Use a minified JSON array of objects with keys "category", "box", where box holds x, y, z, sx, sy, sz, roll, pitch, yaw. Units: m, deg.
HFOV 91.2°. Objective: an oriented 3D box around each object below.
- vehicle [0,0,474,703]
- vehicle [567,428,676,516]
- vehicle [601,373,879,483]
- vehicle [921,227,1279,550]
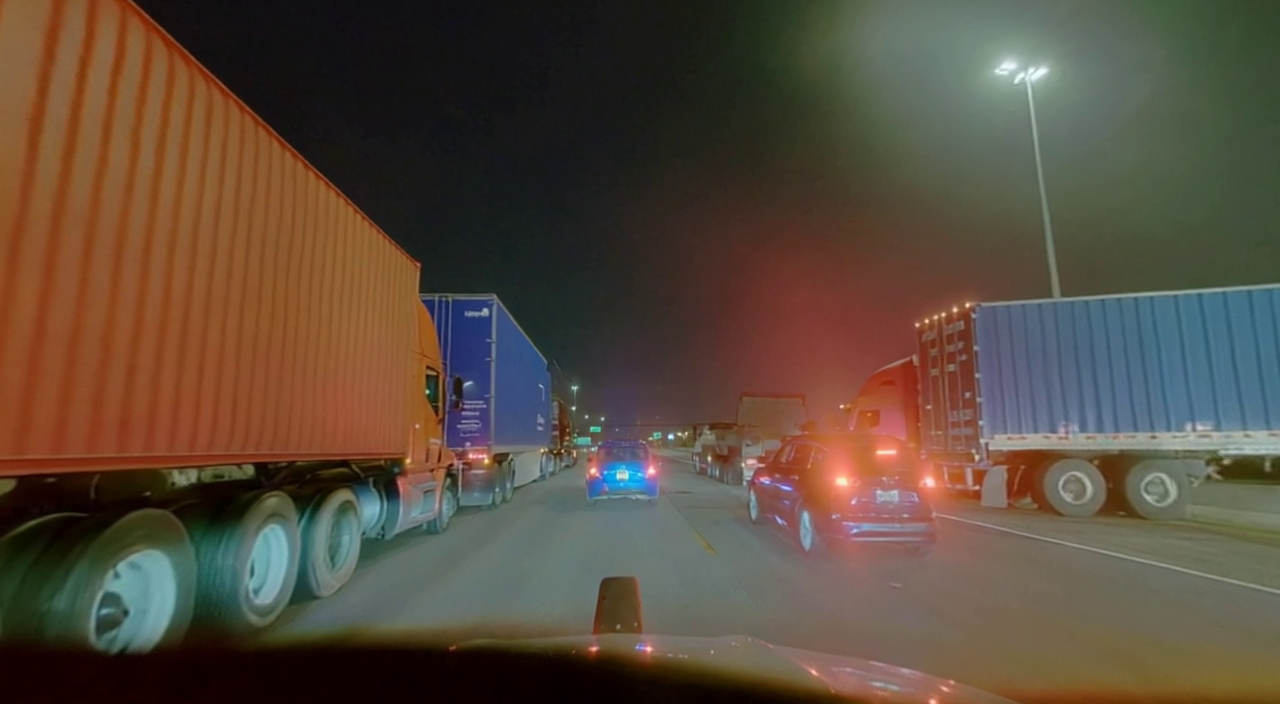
[{"category":"vehicle","box":[-3.991,0.509,5.018,2.986,3.391,9.523,0,-9,-2]},{"category":"vehicle","box":[-0.378,2.663,14.316,2.140,1.682,3.971,0,-9,0]},{"category":"vehicle","box":[3.743,3.704,30.015,2.877,4.124,14.516,3,-8,-41]},{"category":"vehicle","box":[11.140,0.322,7.598,13.564,4.152,3.110,-9,-12,42]}]
